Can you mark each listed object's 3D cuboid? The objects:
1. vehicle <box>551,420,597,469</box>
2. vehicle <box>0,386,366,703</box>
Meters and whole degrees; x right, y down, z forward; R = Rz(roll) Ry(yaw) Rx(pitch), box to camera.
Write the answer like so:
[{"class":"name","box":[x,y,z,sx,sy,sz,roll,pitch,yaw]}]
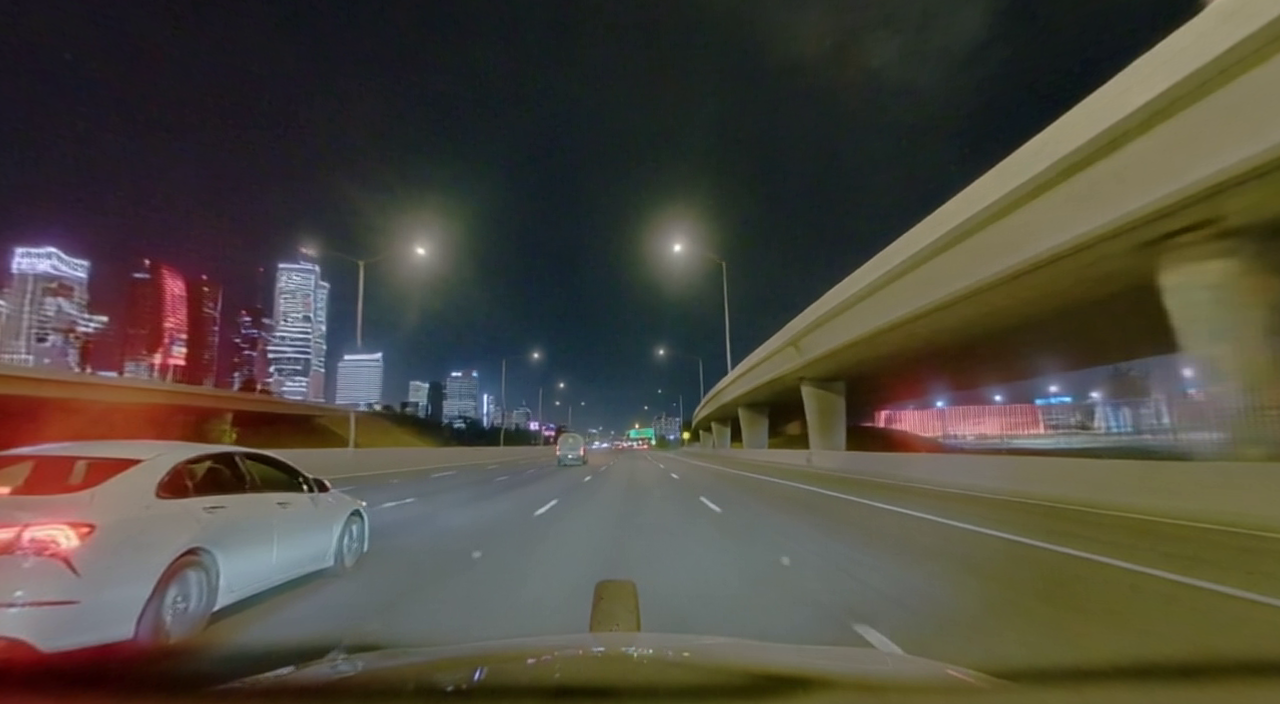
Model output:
[{"class":"vehicle","box":[-4.273,6.128,41.862,2.364,2.953,6.732,0,-8,-1]},{"class":"vehicle","box":[-3.720,1.106,3.837,2.025,1.556,4.594,0,-8,0]}]
